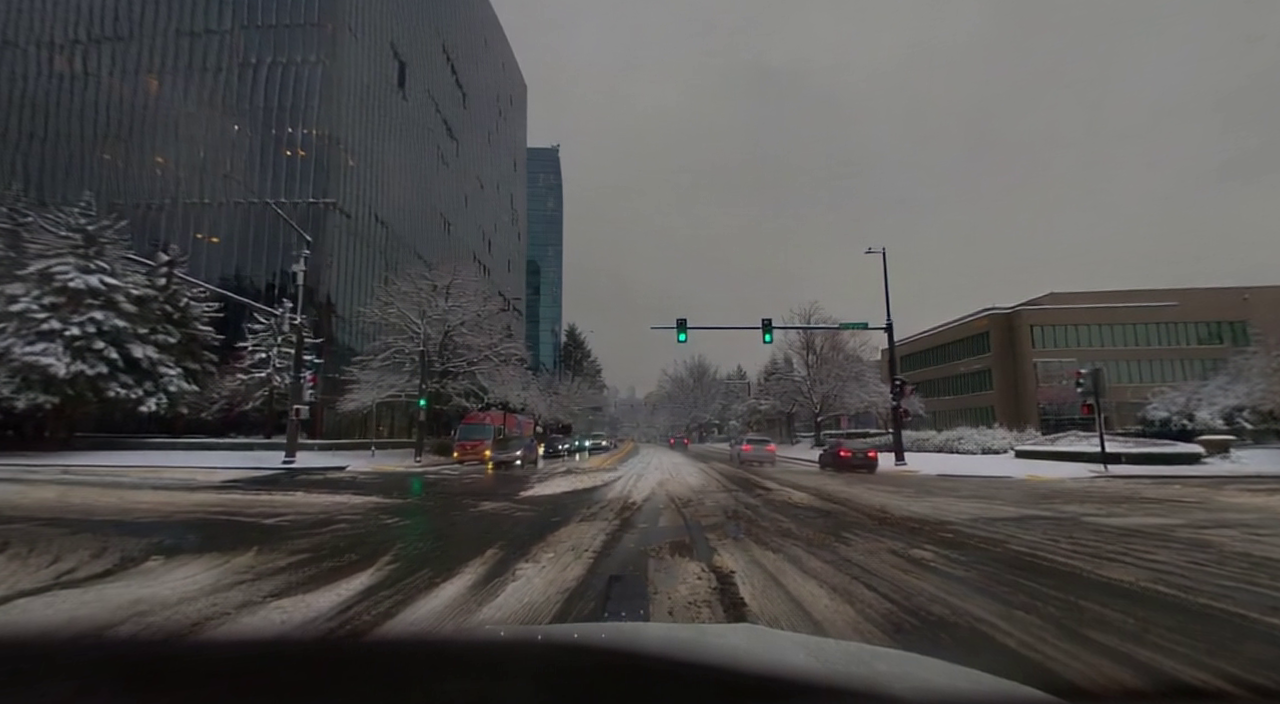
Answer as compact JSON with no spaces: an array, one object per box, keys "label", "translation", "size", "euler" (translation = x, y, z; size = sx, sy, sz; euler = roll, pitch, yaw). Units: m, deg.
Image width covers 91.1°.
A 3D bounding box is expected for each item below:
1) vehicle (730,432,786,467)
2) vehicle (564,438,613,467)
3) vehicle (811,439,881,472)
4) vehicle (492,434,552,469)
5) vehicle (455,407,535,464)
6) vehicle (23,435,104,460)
[{"label":"vehicle","translation":[6.343,5.327,34.379],"size":[2.098,1.723,4.881],"euler":[0,-8,0]},{"label":"vehicle","translation":[-2.738,5.485,34.513],"size":[2.147,1.481,4.331],"euler":[0,-8,3]},{"label":"vehicle","translation":[9.964,5.035,30.793],"size":[1.896,1.463,4.296],"euler":[0,-8,-1]},{"label":"vehicle","translation":[-6.052,5.178,32.664],"size":[2.182,1.677,4.384],"euler":[0,-9,1]},{"label":"vehicle","translation":[-9.213,5.411,40.889],"size":[3.191,3.314,7.914],"euler":[0,-7,1]},{"label":"vehicle","translation":[-35.491,5.919,38.771],"size":[1.628,1.448,3.621],"euler":[0,-9,-2]}]
